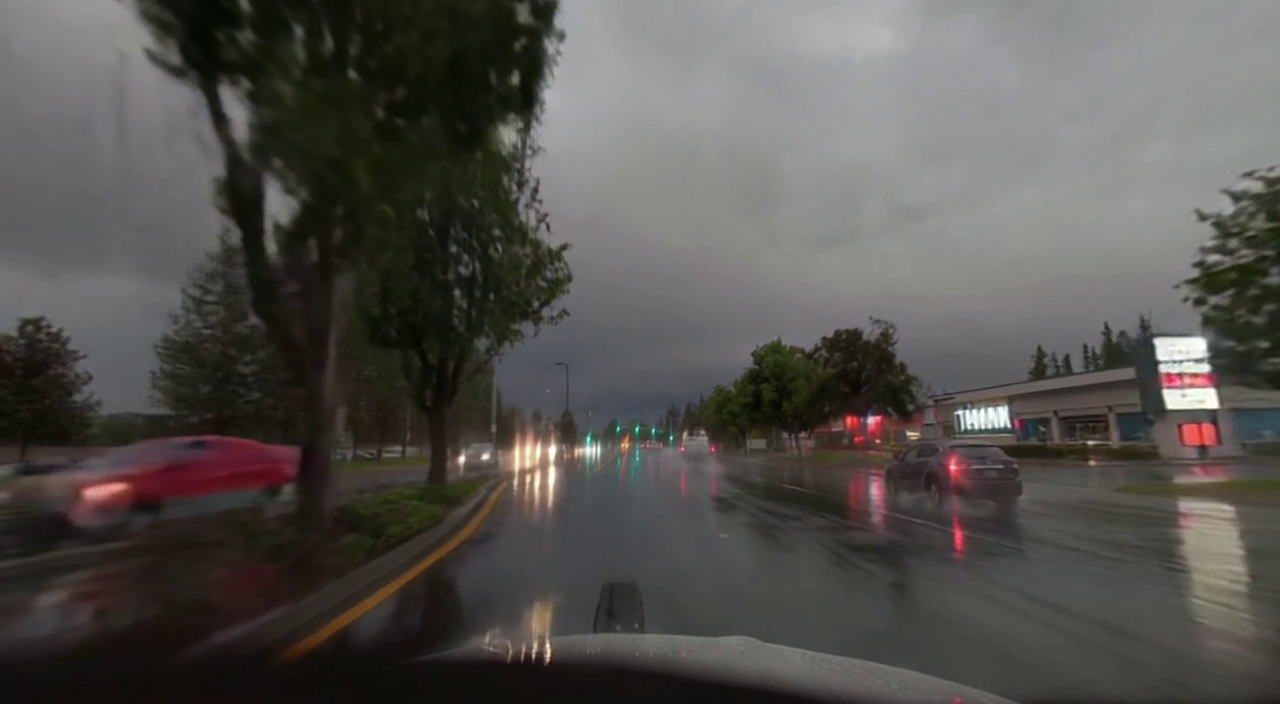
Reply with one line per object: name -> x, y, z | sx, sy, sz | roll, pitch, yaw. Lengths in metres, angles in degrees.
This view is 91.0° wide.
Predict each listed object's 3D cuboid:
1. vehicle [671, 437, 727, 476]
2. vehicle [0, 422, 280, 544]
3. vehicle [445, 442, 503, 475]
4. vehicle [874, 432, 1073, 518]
vehicle -> 2.695, 4.871, 29.583 | 2.161, 1.676, 4.151 | 1, -9, -1
vehicle -> -9.338, 2.351, 12.035 | 2.118, 1.838, 4.737 | 0, -9, -1
vehicle -> -9.178, 5.900, 35.234 | 2.024, 1.699, 4.363 | 0, -9, 0
vehicle -> 6.792, 2.538, 13.463 | 1.886, 1.528, 4.169 | 1, -9, -1
